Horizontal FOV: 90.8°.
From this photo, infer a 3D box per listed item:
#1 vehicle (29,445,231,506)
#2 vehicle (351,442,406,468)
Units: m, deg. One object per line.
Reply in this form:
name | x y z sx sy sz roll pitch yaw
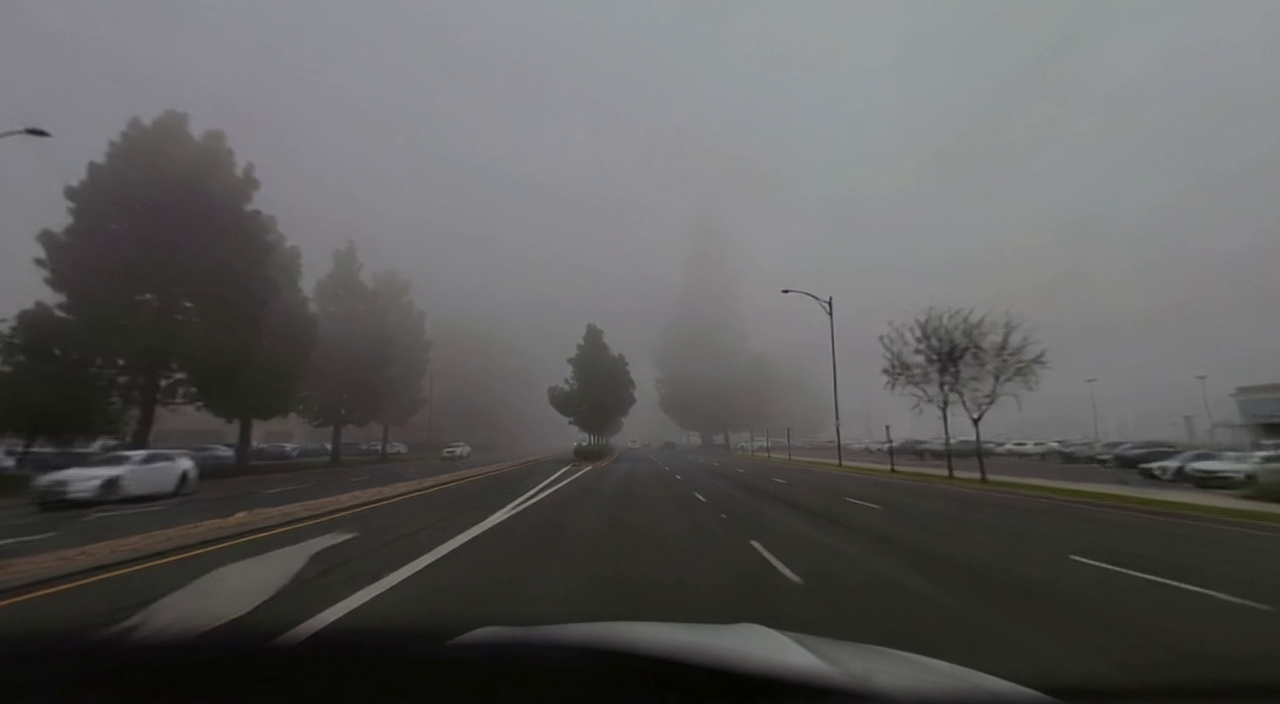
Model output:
vehicle | -14.263 3.429 18.160 1.950 1.505 4.733 0 -8 -2
vehicle | -17.850 7.045 43.370 1.977 1.664 4.562 0 -8 -2
